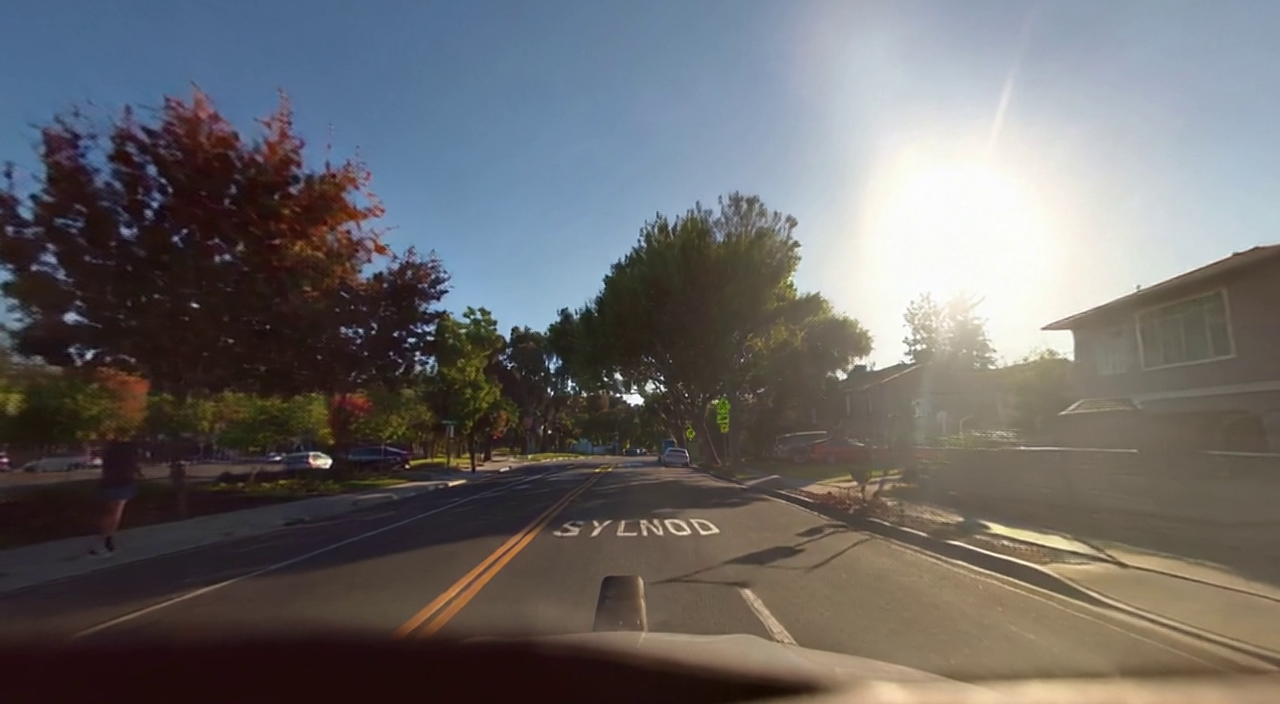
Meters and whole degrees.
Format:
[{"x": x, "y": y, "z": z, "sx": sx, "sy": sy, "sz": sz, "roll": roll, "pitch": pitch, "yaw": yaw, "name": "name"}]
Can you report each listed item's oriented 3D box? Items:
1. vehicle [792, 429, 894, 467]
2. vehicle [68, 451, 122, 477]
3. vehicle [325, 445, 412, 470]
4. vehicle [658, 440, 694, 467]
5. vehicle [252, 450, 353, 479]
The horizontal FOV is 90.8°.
[{"x": 10.917, "y": 5.192, "z": 34.172, "sx": 4.750, "sy": 1.658, "sz": 1.902, "roll": -4, "pitch": -9, "yaw": 0, "name": "vehicle"}, {"x": -36.545, "y": 7.476, "z": 42.345, "sx": 4.177, "sy": 1.621, "sz": 1.965, "roll": -7, "pitch": -11, "yaw": 40, "name": "vehicle"}, {"x": -19.963, "y": 7.736, "z": 46.648, "sx": 2.059, "sy": 1.746, "sz": 5.388, "roll": -8, "pitch": -12, "yaw": 42, "name": "vehicle"}, {"x": 2.677, "y": 7.685, "z": 48.105, "sx": 2.221, "sy": 1.892, "sz": 5.555, "roll": 0, "pitch": -9, "yaw": -2, "name": "vehicle"}, {"x": -19.326, "y": 6.404, "z": 36.324, "sx": 4.691, "sy": 1.483, "sz": 1.955, "roll": 8, "pitch": -12, "yaw": -44, "name": "vehicle"}]
